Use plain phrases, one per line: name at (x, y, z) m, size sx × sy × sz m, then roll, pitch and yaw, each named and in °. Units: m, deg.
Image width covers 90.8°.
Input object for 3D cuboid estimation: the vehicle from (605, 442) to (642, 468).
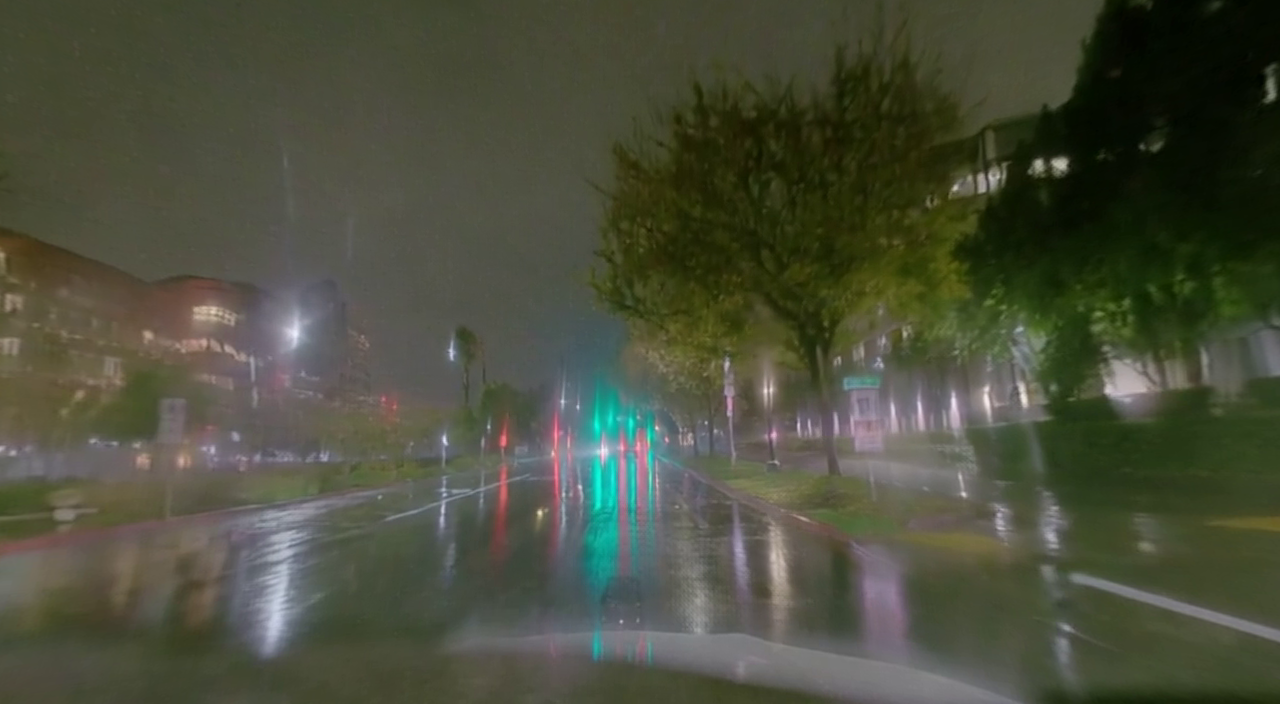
vehicle at (-1.018, 6.309, 38.996) m, size 2.131 × 1.474 × 4.146 m, roll 0°, pitch -8°, yaw -1°
